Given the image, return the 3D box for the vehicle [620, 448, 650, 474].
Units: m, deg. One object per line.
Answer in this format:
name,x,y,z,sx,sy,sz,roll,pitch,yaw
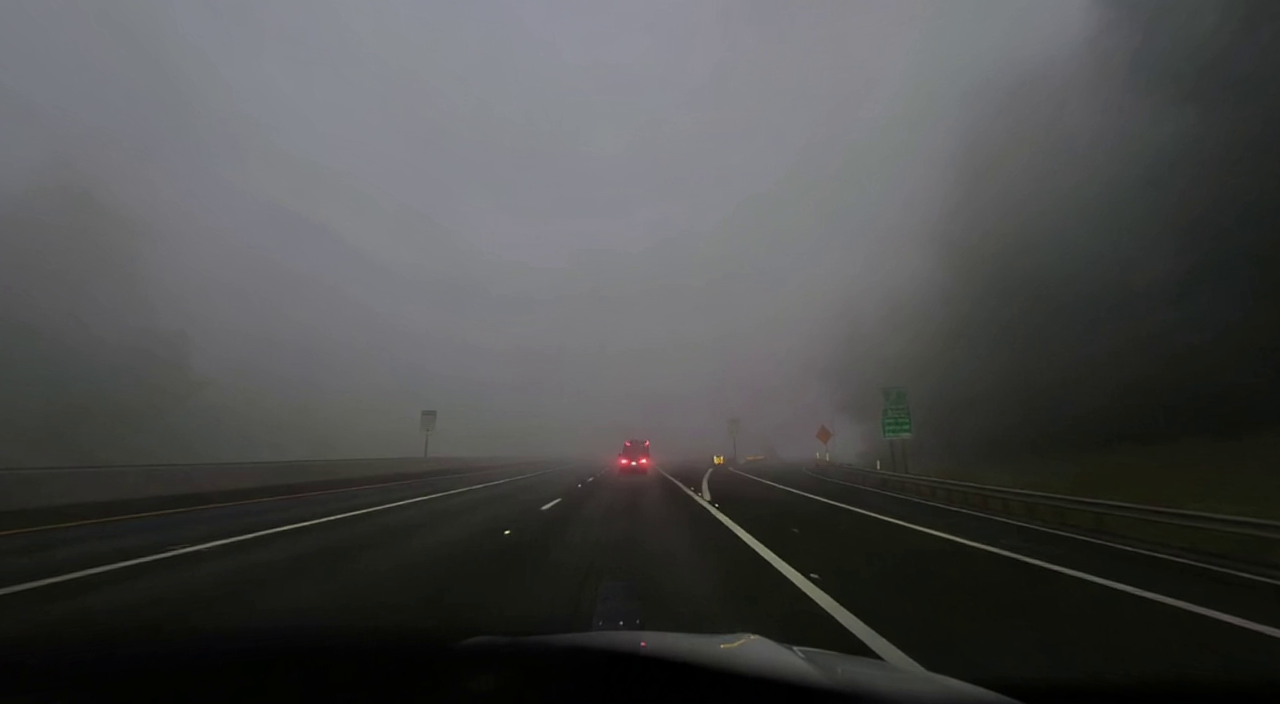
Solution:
vehicle,-0.264,6.341,36.810,1.695,1.437,3.506,0,-9,1
